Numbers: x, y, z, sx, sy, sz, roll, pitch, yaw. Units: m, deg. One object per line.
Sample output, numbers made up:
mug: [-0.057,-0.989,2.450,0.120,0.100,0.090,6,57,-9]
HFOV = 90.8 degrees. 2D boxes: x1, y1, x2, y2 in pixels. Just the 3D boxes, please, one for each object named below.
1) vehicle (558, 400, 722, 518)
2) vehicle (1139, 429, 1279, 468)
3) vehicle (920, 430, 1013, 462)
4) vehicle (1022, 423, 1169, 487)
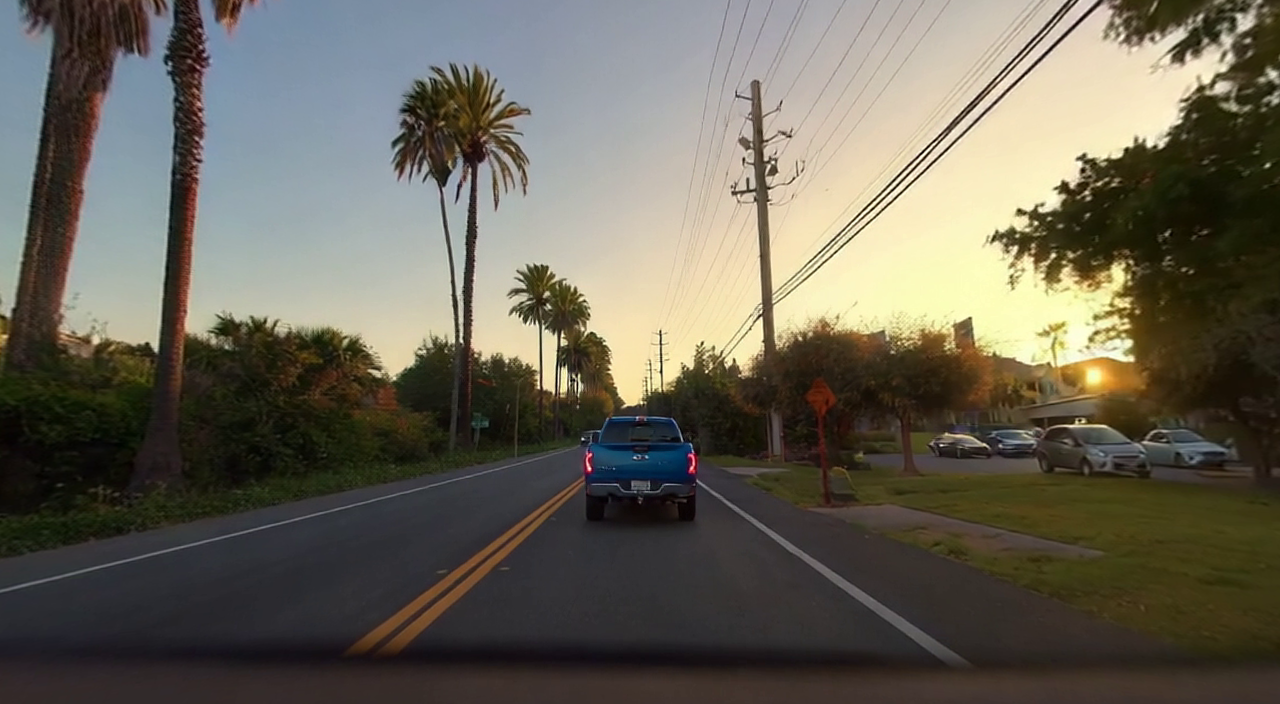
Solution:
vehicle: [-0.016,2.314,14.060,2.848,2.047,5.885,0,-8,0]
vehicle: [24.574,4.207,27.365,4.314,1.553,1.948,0,-11,-7]
vehicle: [20.539,5.982,40.150,2.277,1.836,6.267,-1,-9,-3]
vehicle: [16.081,3.693,22.837,2.338,1.917,6.076,-5,-9,17]
